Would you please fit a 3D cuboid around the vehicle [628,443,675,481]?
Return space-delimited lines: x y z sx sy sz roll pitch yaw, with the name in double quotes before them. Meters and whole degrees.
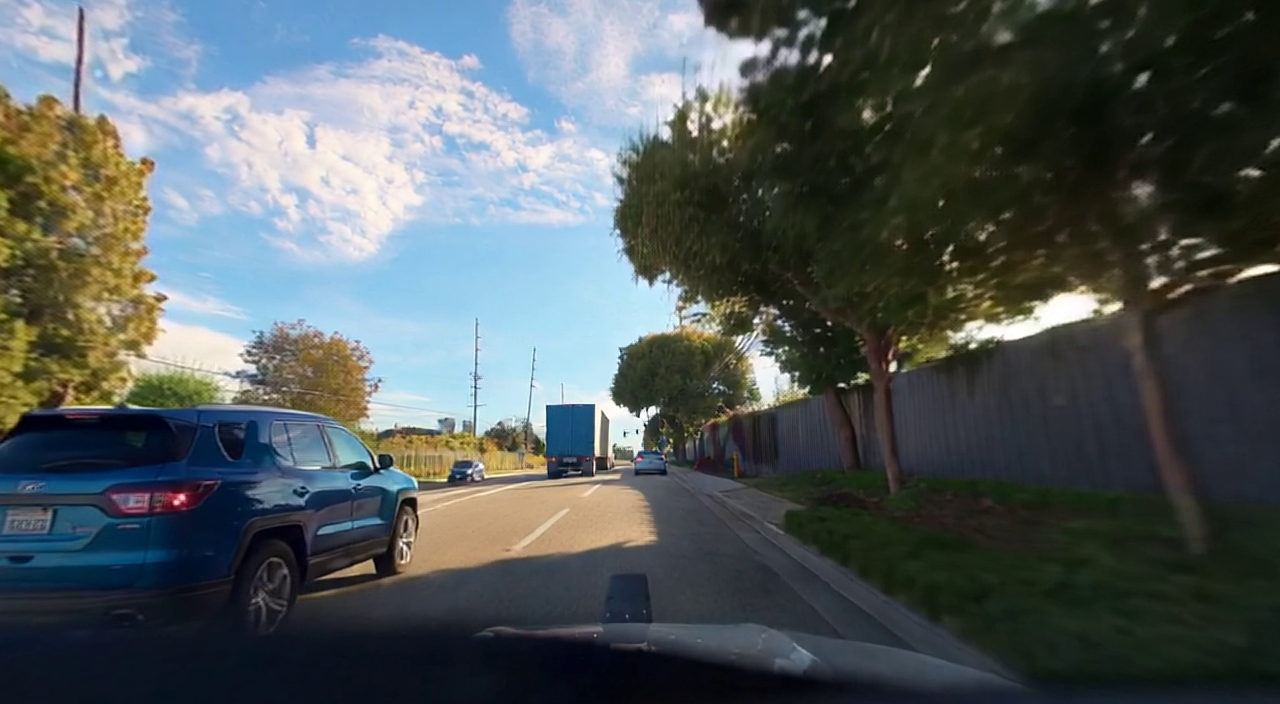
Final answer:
"vehicle" 0.570 5.456 31.359 2.174 1.749 4.113 0 -9 1

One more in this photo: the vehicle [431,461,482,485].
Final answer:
"vehicle" -12.880 8.503 44.444 1.959 1.502 4.647 0 -9 3

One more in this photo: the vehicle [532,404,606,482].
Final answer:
"vehicle" -3.566 4.992 34.280 2.928 3.658 8.980 0 -9 0

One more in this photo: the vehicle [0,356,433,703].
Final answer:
"vehicle" -3.509 1.275 5.039 2.093 1.832 4.508 0 -9 1
